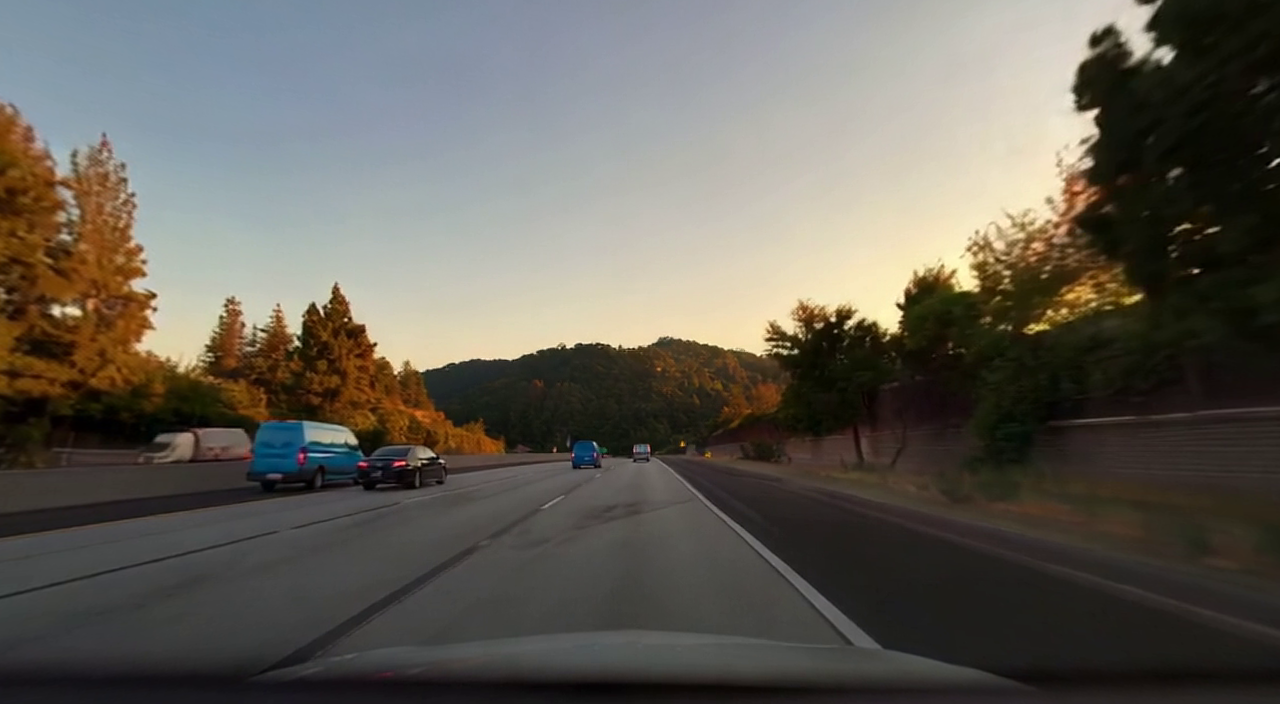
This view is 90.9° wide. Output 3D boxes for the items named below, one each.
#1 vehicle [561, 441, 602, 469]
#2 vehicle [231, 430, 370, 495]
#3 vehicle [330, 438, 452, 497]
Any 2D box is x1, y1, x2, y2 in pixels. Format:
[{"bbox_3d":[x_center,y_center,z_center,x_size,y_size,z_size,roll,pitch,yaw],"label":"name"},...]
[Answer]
[{"bbox_3d":[-4.010,7.164,44.191,2.313,1.852,4.775,0,-9,2],"label":"vehicle"},{"bbox_3d":[-10.840,3.540,20.592,1.977,1.870,4.525,0,-9,0],"label":"vehicle"},{"bbox_3d":[-7.433,3.472,19.302,2.014,1.598,4.015,0,-9,1],"label":"vehicle"}]
